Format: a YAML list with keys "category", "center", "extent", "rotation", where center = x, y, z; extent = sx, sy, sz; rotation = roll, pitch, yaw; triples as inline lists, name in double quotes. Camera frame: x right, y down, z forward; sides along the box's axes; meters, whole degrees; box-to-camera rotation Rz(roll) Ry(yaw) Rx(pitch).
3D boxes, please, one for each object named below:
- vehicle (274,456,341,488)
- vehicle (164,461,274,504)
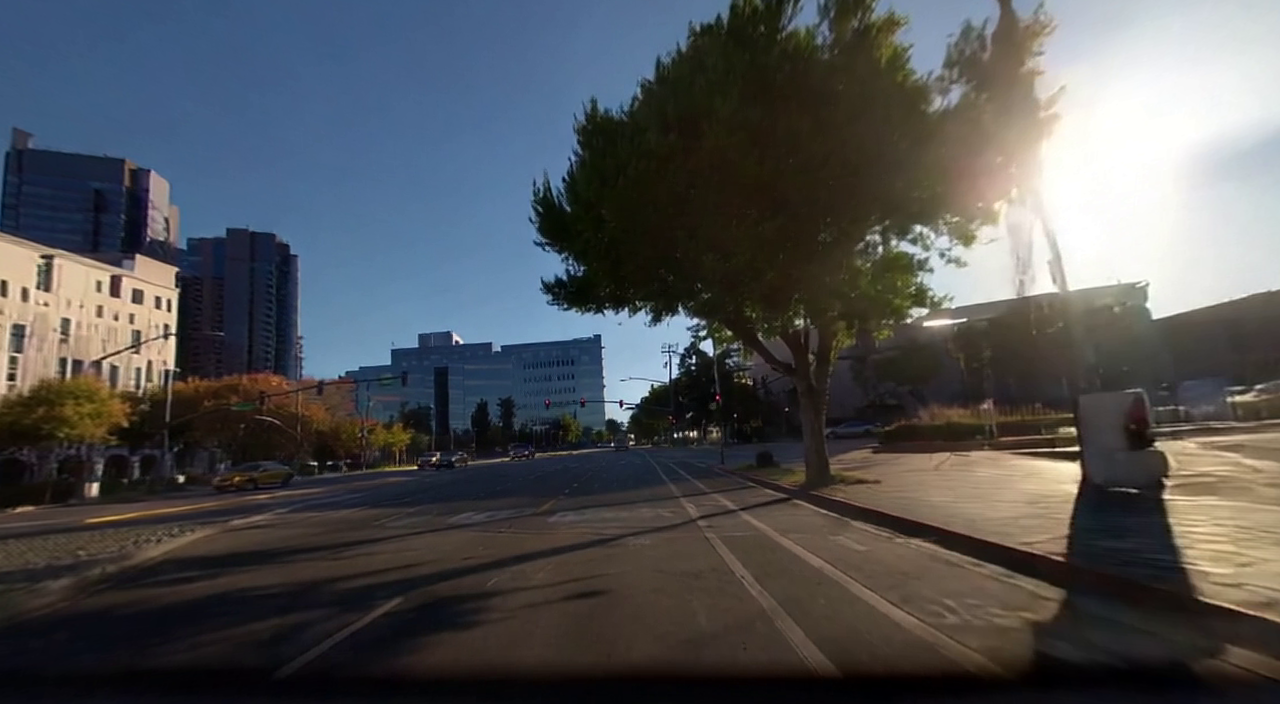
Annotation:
- category: "vehicle"
  center: [-23.723, 8.535, 45.326]
  extent: [2.316, 2.060, 4.631]
  rotation: [0, -9, -1]
- category: "vehicle"
  center: [-19.652, 6.087, 29.769]
  extent: [2.223, 1.728, 4.250]
  rotation: [0, -9, -1]
